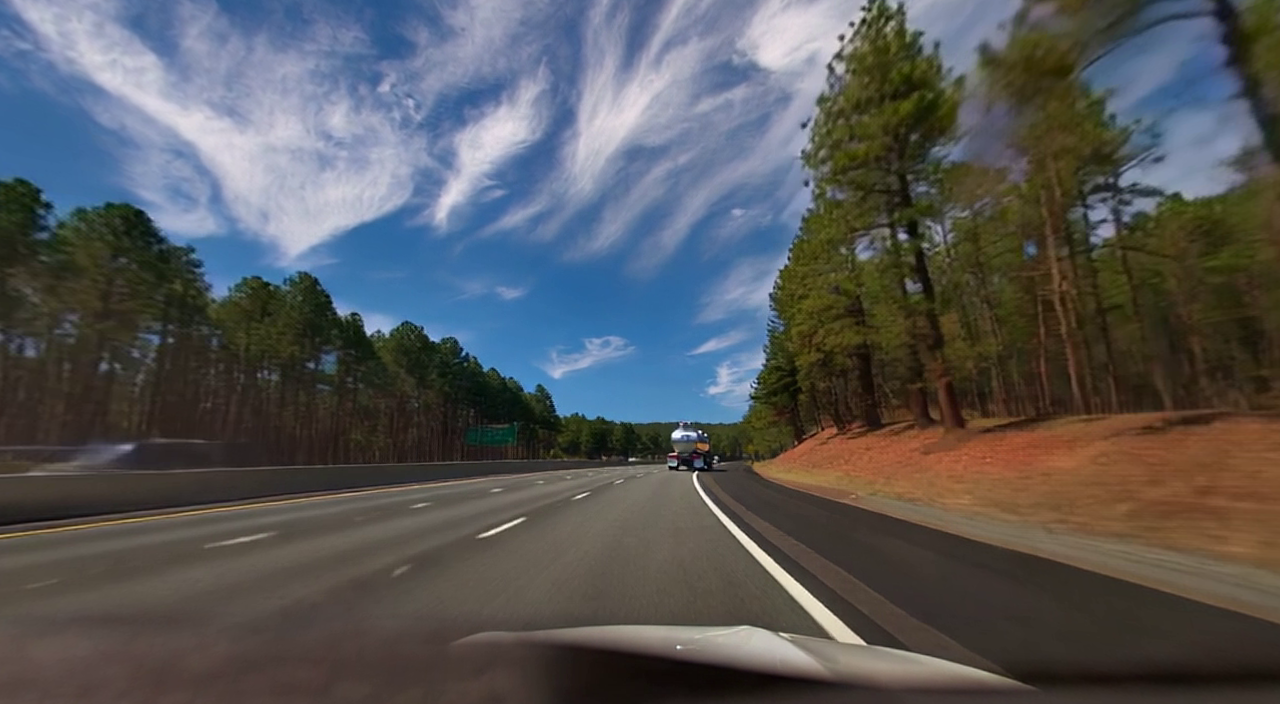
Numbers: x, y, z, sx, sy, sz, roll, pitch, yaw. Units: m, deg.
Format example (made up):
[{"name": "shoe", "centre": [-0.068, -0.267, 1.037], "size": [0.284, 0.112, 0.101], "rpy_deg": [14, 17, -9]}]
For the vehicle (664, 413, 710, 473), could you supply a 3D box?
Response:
[{"name": "vehicle", "centre": [3.632, 6.782, 46.851], "size": [2.907, 3.747, 13.318], "rpy_deg": [0, -9, 6]}]

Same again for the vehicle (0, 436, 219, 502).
[{"name": "vehicle", "centre": [-13.987, 3.043, 16.861], "size": [2.035, 1.503, 4.579], "rpy_deg": [-1, -8, 5]}]
